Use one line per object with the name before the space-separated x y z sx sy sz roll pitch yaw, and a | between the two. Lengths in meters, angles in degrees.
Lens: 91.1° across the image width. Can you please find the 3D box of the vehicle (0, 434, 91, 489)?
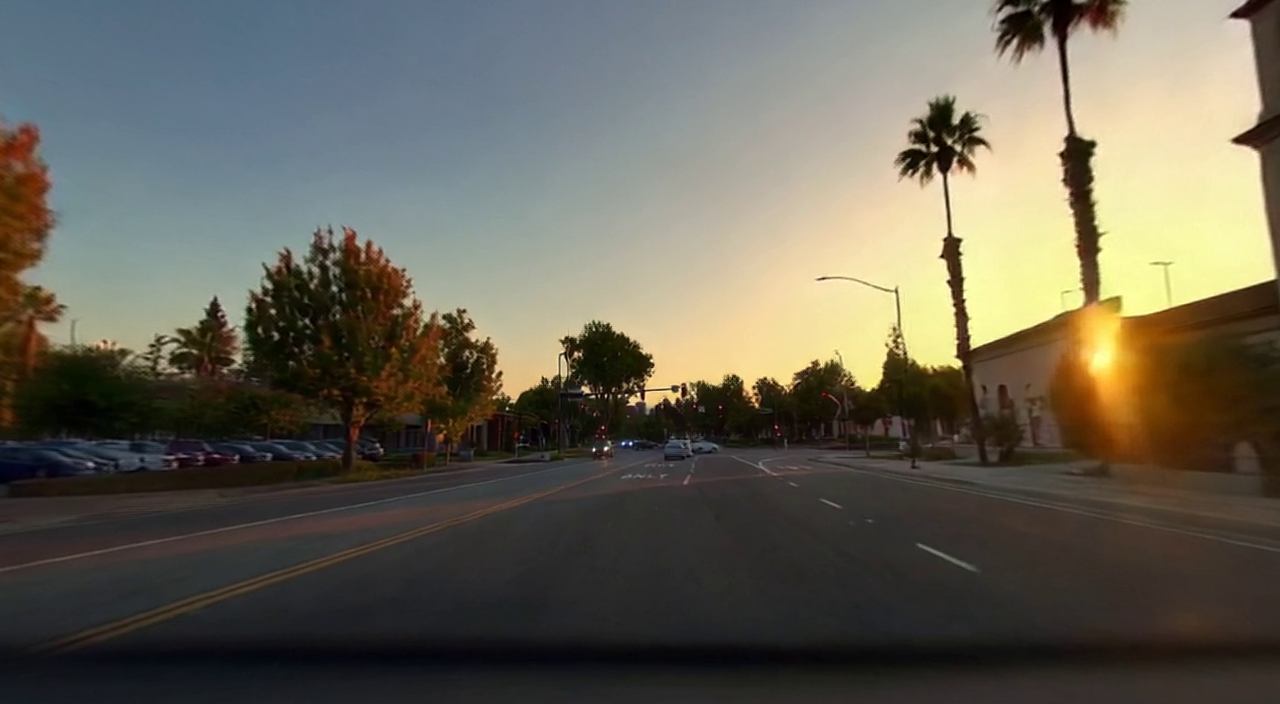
vehicle | -22.474 3.858 22.178 4.407 1.736 2.023 -2 -6 3
